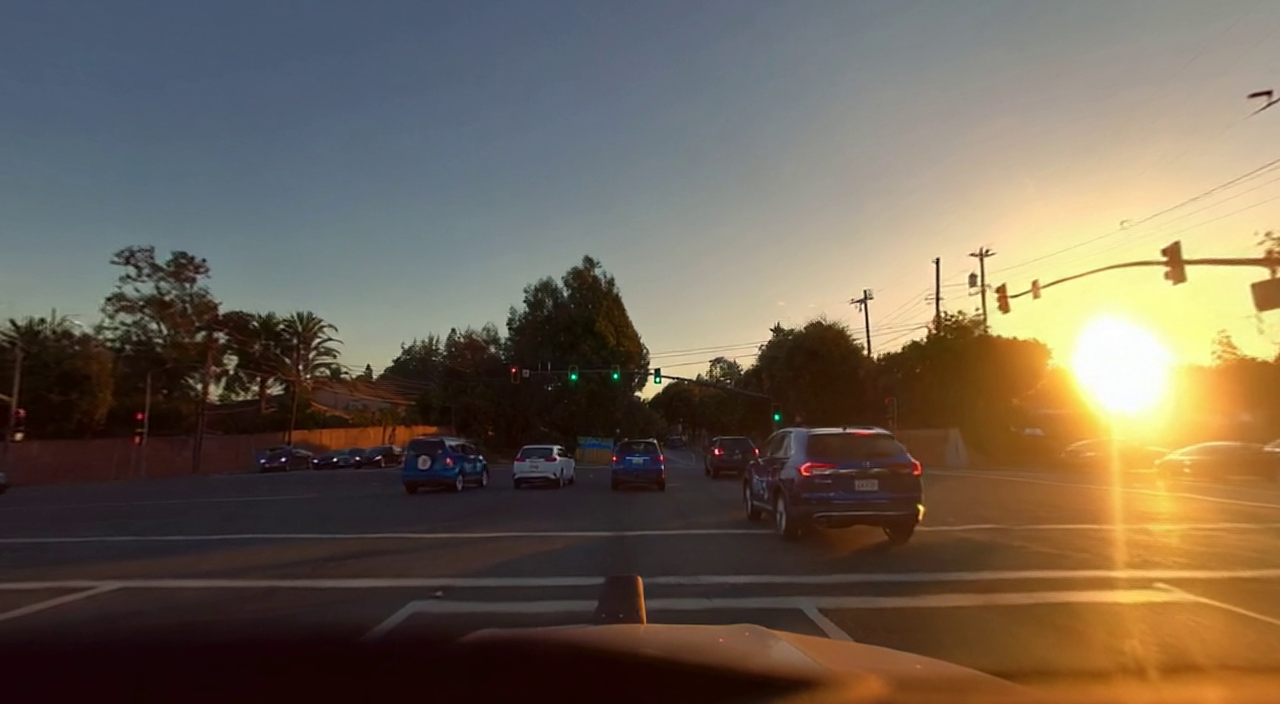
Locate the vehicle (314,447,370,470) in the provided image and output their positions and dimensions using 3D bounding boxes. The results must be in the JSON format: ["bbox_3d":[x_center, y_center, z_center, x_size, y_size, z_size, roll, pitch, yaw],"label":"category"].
[{"bbox_3d":[-21.567,7.719,45.910,1.891,1.577,4.238,0,-8,3],"label":"vehicle"}]

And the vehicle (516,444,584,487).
[{"bbox_3d":[-3.289,4.223,23.968,1.881,1.466,4.484,0,-8,1],"label":"vehicle"}]

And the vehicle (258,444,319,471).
[{"bbox_3d":[-24.930,7.466,45.021,1.889,1.814,4.086,0,-8,1],"label":"vehicle"}]

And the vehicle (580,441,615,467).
[{"bbox_3d":[-2.830,6.969,43.323,1.939,1.652,4.268,0,-8,2],"label":"vehicle"}]

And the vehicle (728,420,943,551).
[{"bbox_3d":[2.813,2.033,10.340,2.034,1.655,4.465,0,-8,-1],"label":"vehicle"}]

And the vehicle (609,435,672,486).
[{"bbox_3d":[0.041,4.000,23.501,2.111,1.712,4.078,0,-8,1],"label":"vehicle"}]

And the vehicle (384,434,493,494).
[{"bbox_3d":[-6.724,3.766,21.714,2.116,1.812,4.609,0,-8,1],"label":"vehicle"}]

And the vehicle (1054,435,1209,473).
[{"bbox_3d":[20.319,4.216,26.254,4.830,1.493,1.930,0,-9,-1],"label":"vehicle"}]
